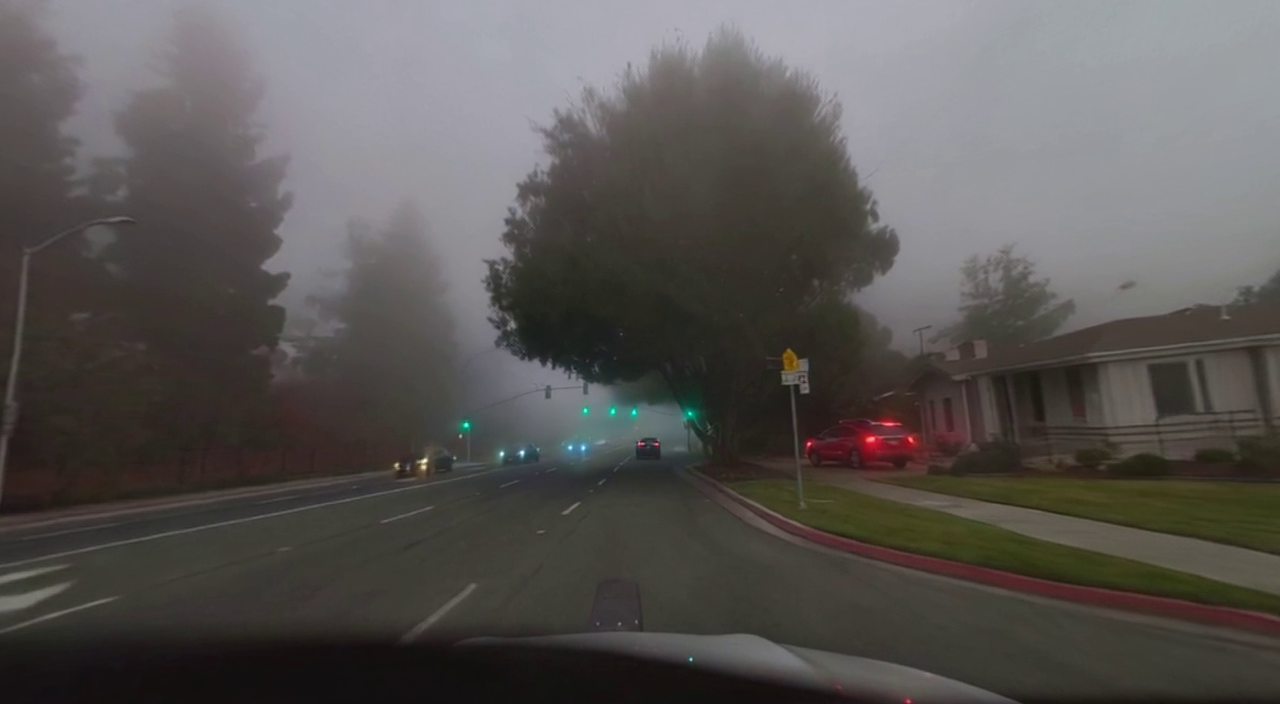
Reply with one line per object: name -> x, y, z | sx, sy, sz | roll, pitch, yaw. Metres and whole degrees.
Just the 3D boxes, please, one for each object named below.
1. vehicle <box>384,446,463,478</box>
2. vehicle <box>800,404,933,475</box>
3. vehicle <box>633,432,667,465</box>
vehicle -> -11.211, 5.717, 33.009 | 2.176, 1.528, 4.750 | -1, -8, 4
vehicle -> 8.167, 3.303, 23.734 | 2.531, 2.263, 6.802 | 0, -8, 1
vehicle -> 0.627, 6.130, 40.117 | 2.059, 1.908, 4.714 | 0, -8, 1
